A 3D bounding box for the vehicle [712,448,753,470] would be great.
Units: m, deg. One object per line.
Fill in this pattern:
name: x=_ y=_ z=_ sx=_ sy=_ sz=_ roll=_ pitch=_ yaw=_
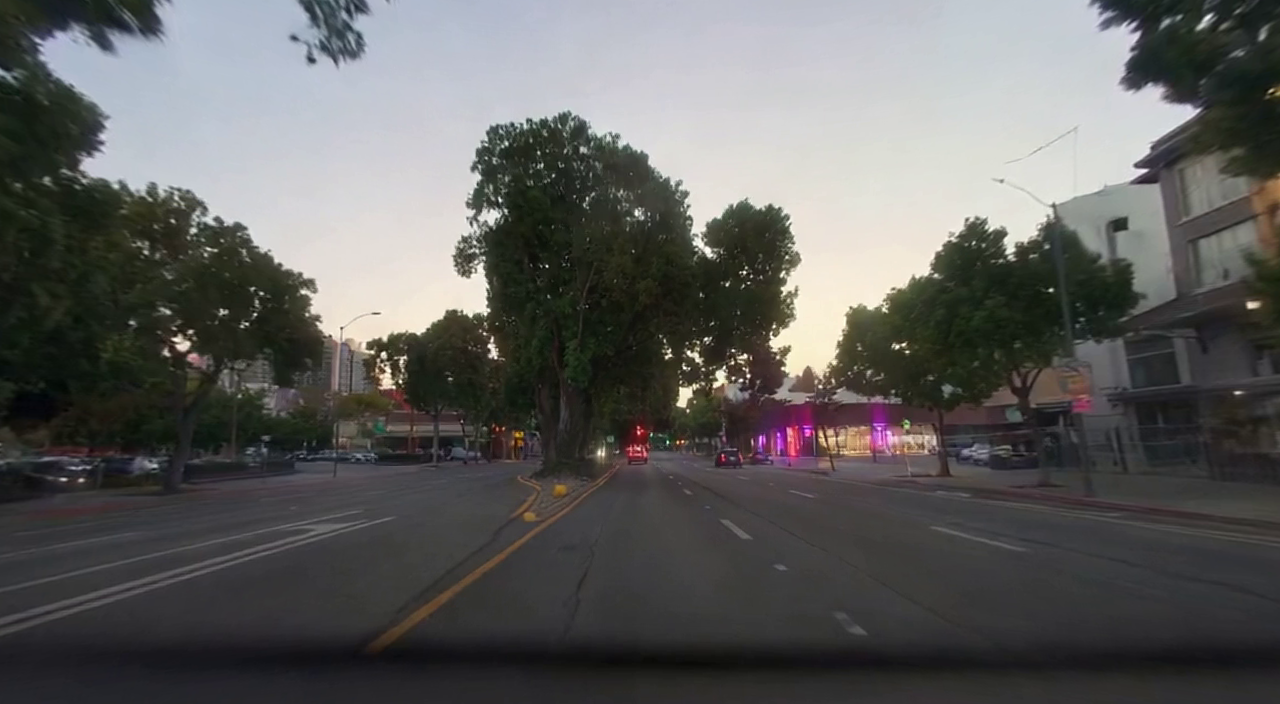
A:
vehicle: x=6.410 y=7.444 z=44.188 sx=2.024 sy=1.475 sz=4.600 roll=0 pitch=-9 yaw=-2
